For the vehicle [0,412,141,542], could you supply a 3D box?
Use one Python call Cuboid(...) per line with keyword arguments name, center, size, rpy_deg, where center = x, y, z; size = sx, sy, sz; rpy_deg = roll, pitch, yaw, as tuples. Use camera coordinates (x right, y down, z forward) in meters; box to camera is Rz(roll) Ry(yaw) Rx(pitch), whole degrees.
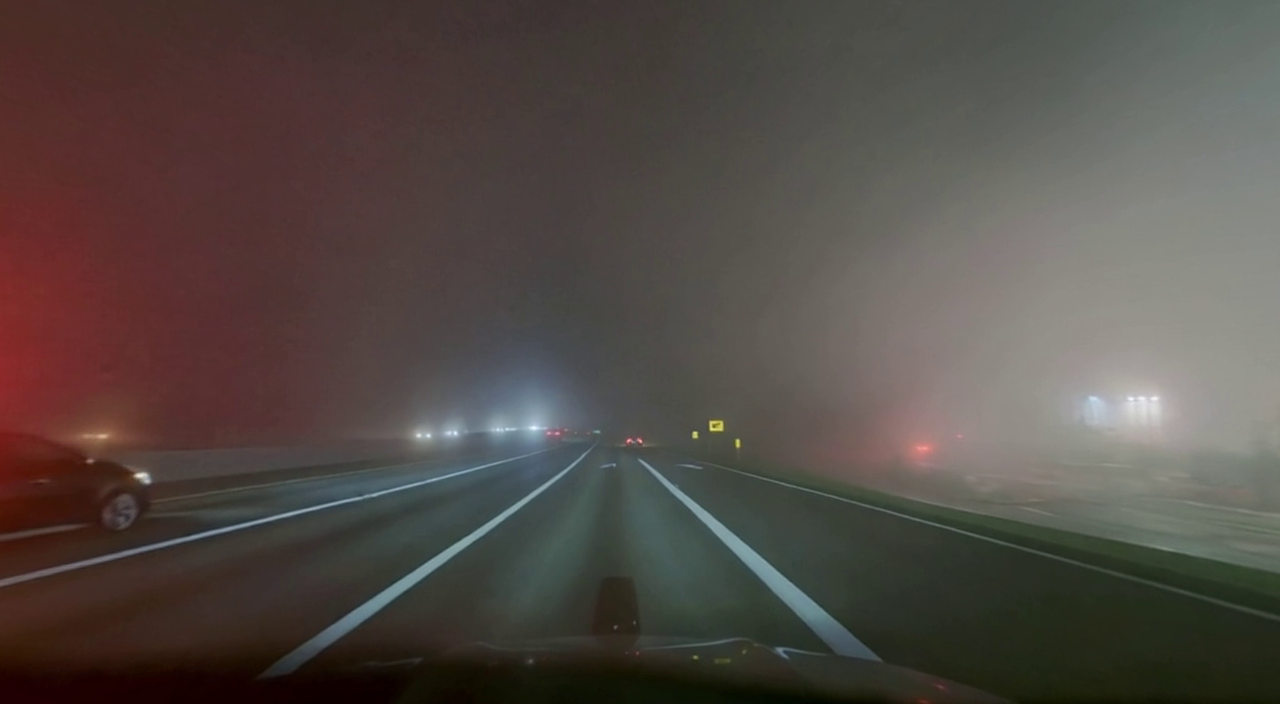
Cuboid(name="vehicle", center=(-8.624, 1.472, 7.278), size=(1.828, 1.549, 4.846), rpy_deg=(0, -8, -2))
